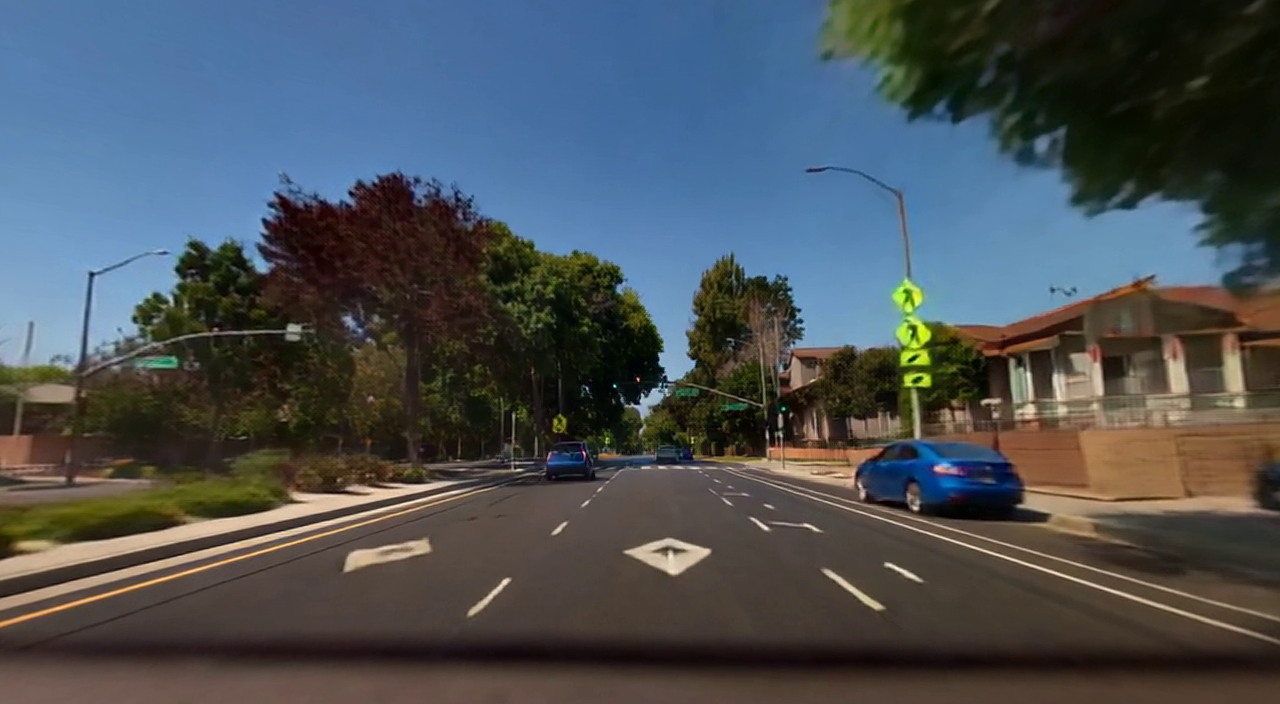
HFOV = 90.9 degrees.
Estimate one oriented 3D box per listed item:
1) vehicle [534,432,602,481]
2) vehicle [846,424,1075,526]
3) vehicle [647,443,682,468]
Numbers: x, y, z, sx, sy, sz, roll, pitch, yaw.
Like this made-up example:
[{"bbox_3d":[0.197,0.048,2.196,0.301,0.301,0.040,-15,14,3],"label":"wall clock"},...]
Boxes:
[{"bbox_3d":[-2.846,4.258,26.002,2.150,1.812,4.423,0,-8,1],"label":"vehicle"},{"bbox_3d":[6.188,2.419,13.078,2.038,1.687,4.985,0,-8,-1],"label":"vehicle"},{"bbox_3d":[1.499,6.596,40.267,2.075,1.480,3.920,0,-8,-1],"label":"vehicle"}]
